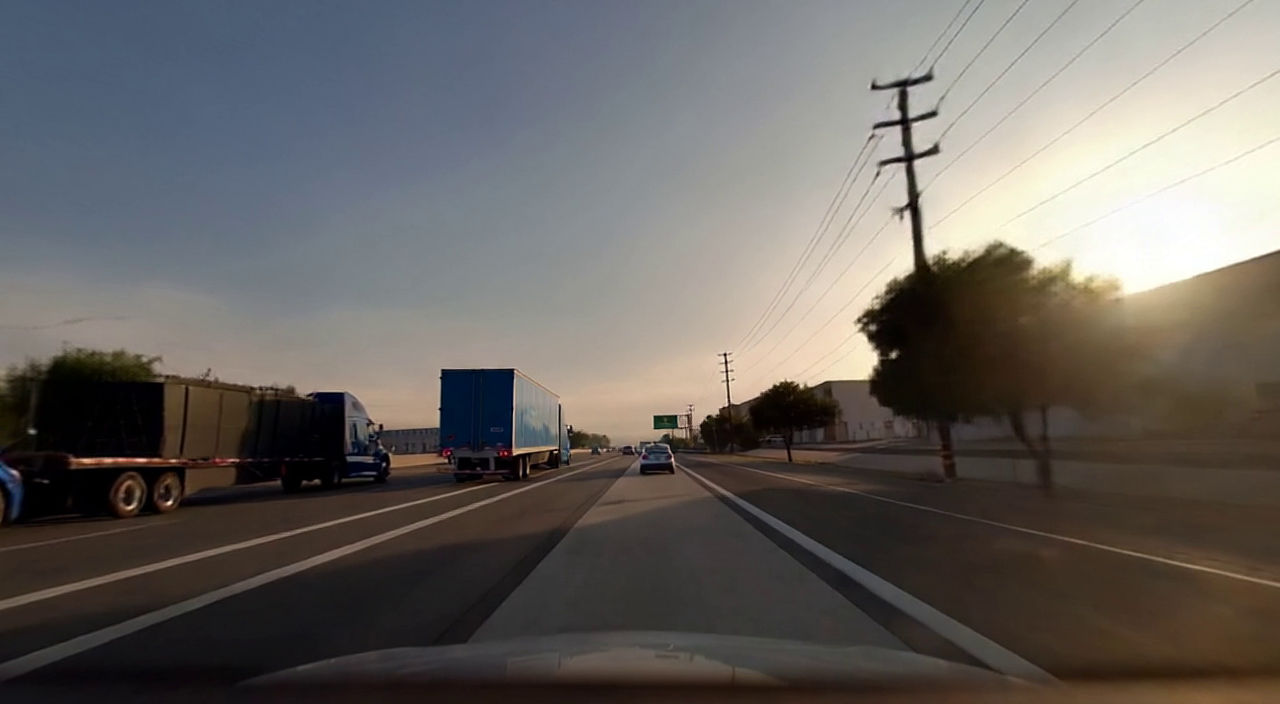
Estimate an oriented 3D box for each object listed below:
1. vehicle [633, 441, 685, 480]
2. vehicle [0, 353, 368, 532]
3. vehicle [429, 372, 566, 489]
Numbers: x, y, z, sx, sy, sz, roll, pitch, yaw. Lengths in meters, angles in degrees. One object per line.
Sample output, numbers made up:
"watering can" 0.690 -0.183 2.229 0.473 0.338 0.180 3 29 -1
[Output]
"vehicle" 0.745 4.604 27.035 2.055 1.514 4.323 0 -8 0
"vehicle" -10.494 2.284 15.923 2.896 3.140 9.491 0 -8 1
"vehicle" -5.861 3.861 29.774 2.907 4.081 15.311 0 -8 0
